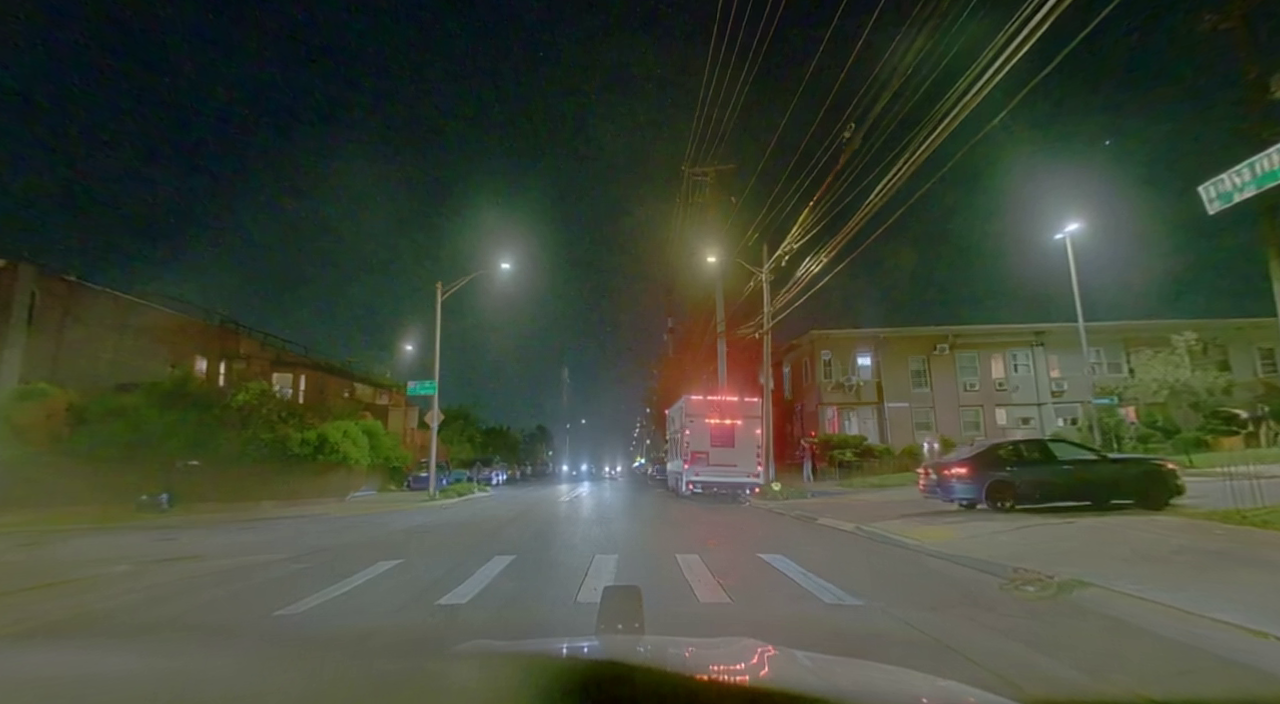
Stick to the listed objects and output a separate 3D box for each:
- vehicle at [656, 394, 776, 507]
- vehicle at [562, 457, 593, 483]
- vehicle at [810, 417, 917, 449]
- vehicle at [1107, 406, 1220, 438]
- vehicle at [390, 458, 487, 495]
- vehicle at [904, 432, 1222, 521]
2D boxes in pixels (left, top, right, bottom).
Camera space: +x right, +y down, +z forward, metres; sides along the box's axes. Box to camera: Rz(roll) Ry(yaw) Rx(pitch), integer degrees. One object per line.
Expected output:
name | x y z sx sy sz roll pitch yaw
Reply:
vehicle | 2.362 3.495 22.740 2.886 3.321 7.809 0 -8 -3
vehicle | -4.672 8.830 47.491 1.952 1.708 4.096 0 -8 -1
vehicle | 10.579 3.864 30.045 4.396 1.459 1.749 0 -8 -3
vehicle | 27.824 3.736 33.669 4.413 1.608 1.858 0 -8 -3
vehicle | -11.504 7.050 36.114 5.093 1.855 2.338 3 -9 -21
vehicle | 7.992 2.340 12.235 4.857 1.525 1.976 1 -8 -6
